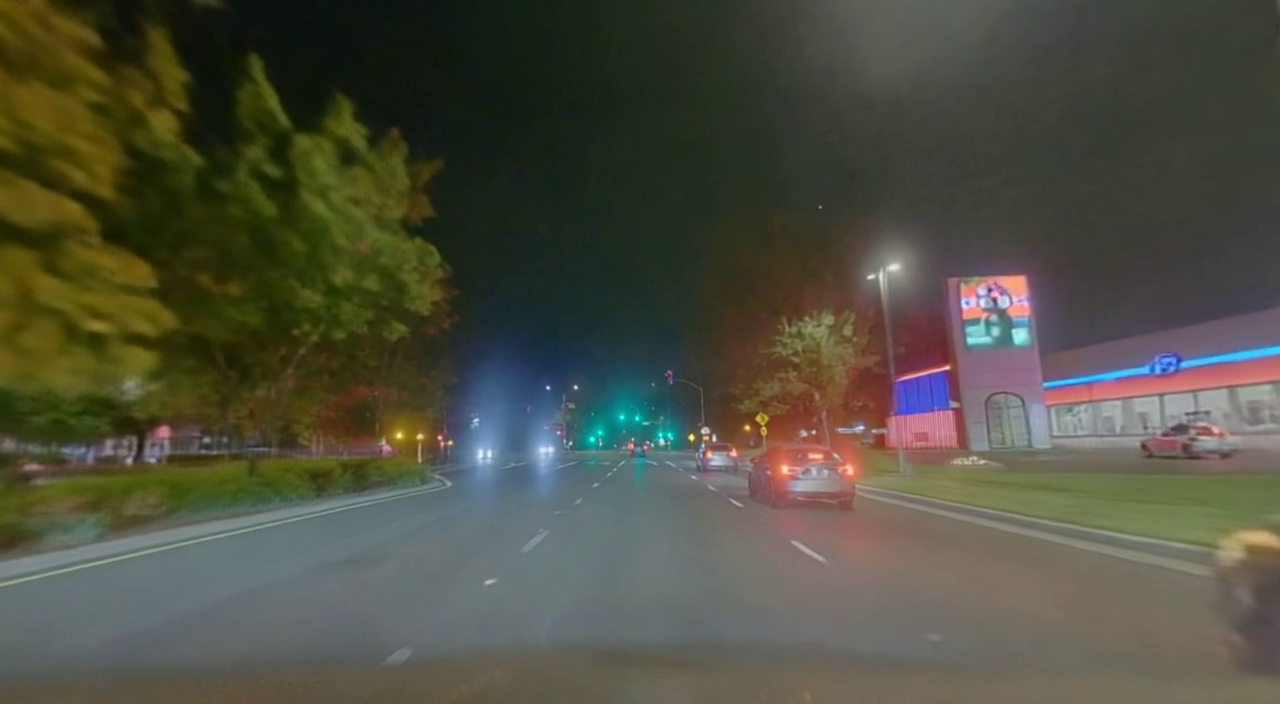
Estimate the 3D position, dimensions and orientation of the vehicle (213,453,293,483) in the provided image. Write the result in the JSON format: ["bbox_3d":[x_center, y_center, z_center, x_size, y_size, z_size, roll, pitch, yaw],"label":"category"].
[{"bbox_3d":[-21.942,6.555,35.965,1.832,1.496,4.458,0,-8,-2],"label":"vehicle"}]

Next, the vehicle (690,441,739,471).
[{"bbox_3d":[3.906,5.538,33.928,1.939,1.474,4.716,0,-8,-1],"label":"vehicle"}]

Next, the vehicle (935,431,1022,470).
[{"bbox_3d":[15.065,4.333,27.900,2.165,1.591,4.471,-8,-12,43],"label":"vehicle"}]

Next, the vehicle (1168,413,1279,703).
[{"bbox_3d":[4.029,0.800,1.471,1.913,1.463,4.198,0,-8,0],"label":"vehicle"}]

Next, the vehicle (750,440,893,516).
[{"bbox_3d":[3.848,2.726,14.227,1.872,1.431,4.270,0,-8,-1],"label":"vehicle"}]
